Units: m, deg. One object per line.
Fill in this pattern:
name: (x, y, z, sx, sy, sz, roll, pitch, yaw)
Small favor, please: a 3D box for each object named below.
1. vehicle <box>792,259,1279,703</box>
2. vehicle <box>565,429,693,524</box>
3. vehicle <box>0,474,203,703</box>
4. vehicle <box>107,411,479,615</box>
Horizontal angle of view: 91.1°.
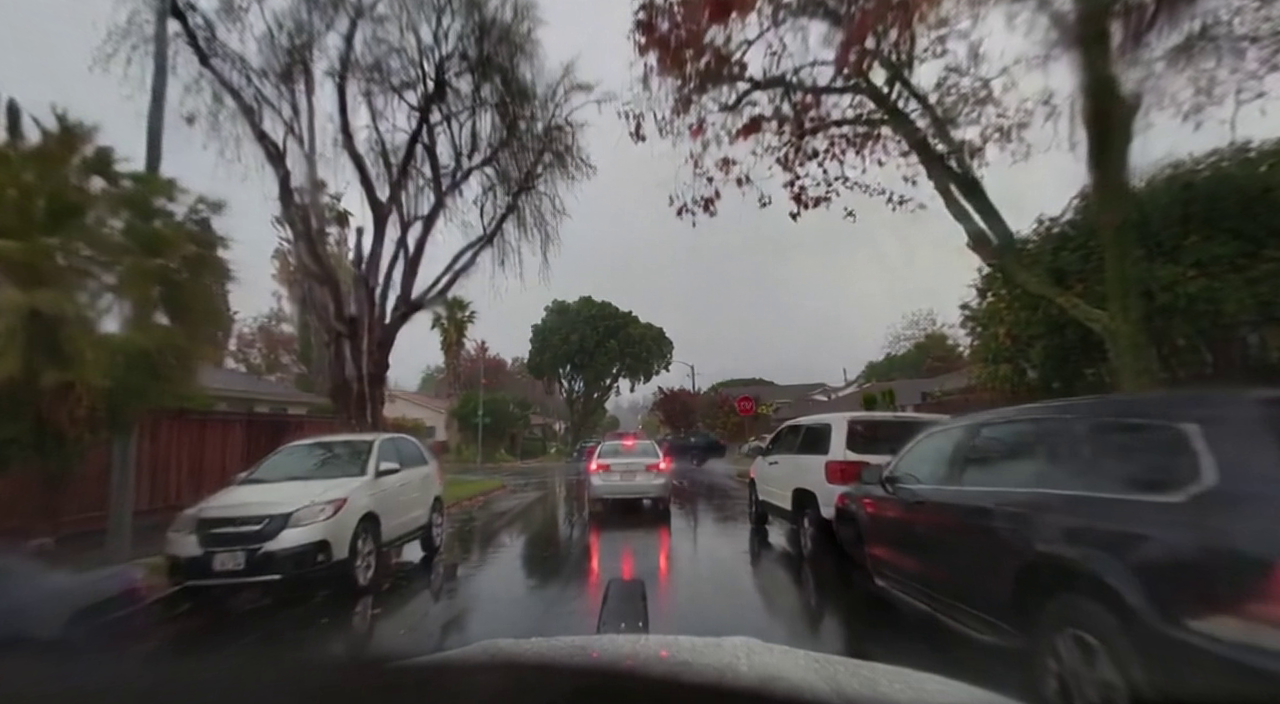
vehicle: (2.512, 0.936, 3.542, 2.136, 1.650, 4.837, 0, -8, 1)
vehicle: (-0.178, 2.268, 12.024, 2.010, 1.499, 4.107, 0, -8, 0)
vehicle: (-3.377, 1.082, 1.649, 1.728, 1.305, 3.805, 0, -8, 0)
vehicle: (-3.386, 1.617, 7.279, 1.965, 1.657, 4.104, 0, -8, 0)
